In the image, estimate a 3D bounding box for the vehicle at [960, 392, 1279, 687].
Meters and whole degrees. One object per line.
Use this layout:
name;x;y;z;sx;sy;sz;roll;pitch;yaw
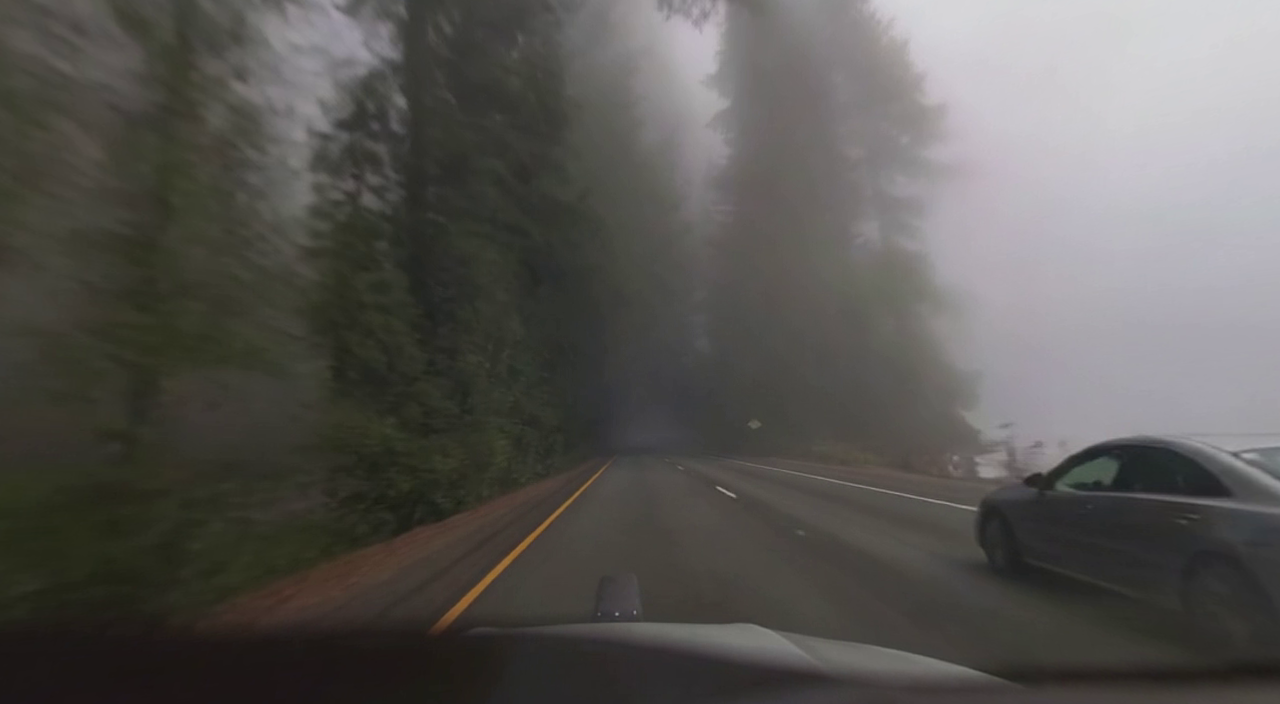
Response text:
vehicle;4.276;1.077;4.021;1.905;1.525;4.719;0;-8;-1
